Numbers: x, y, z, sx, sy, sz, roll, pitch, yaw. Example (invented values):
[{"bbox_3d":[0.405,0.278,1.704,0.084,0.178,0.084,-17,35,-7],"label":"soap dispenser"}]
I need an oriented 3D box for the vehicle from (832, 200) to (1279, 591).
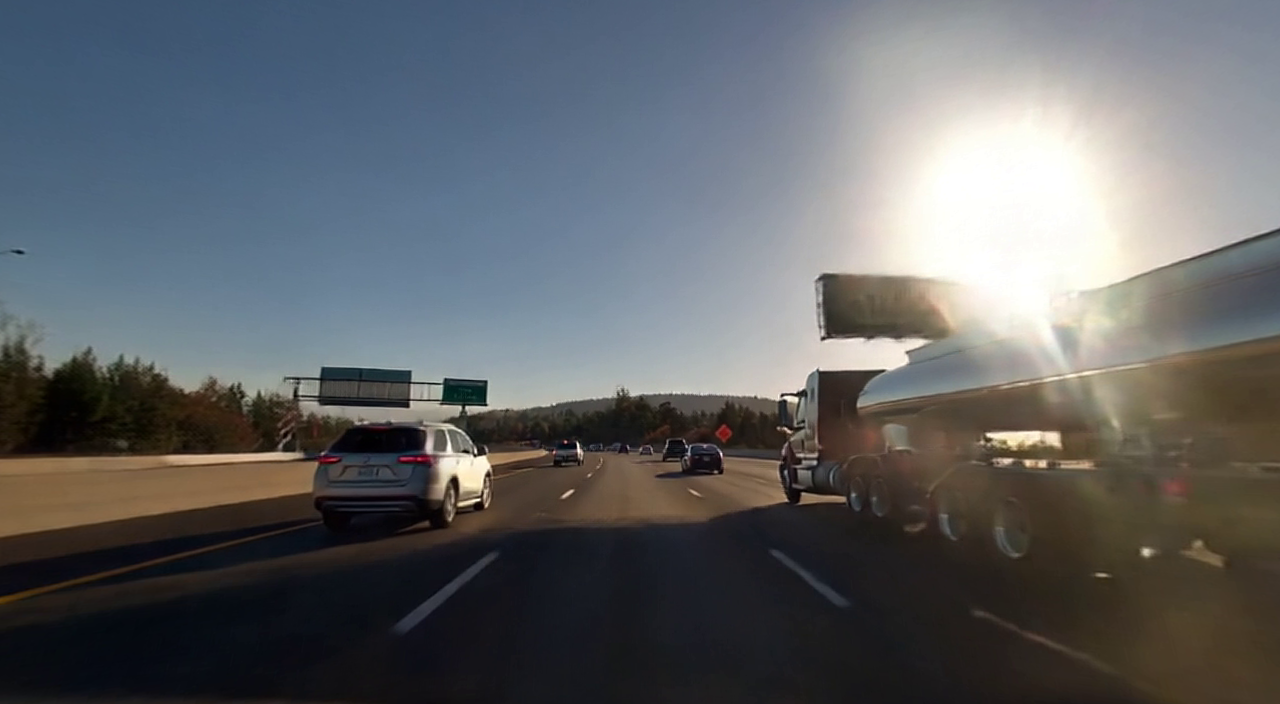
[{"bbox_3d":[7.534,1.217,12.094,3.548,3.827,11.870,0,-8,-2],"label":"vehicle"}]

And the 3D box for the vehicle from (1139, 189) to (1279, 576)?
[{"bbox_3d":[7.693,-0.263,2.196,3.554,3.573,10.307,0,-8,1],"label":"vehicle"}]

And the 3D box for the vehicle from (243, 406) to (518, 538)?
[{"bbox_3d":[-4.219,2.119,11.839,2.684,1.839,5.803,0,-8,0],"label":"vehicle"}]

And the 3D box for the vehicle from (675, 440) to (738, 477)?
[{"bbox_3d":[2.828,4.654,27.859,2.053,1.510,4.400,0,-8,-3],"label":"vehicle"}]

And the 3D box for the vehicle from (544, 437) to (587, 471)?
[{"bbox_3d":[-4.329,5.998,37.375,2.149,1.843,4.348,0,-8,-2],"label":"vehicle"}]
